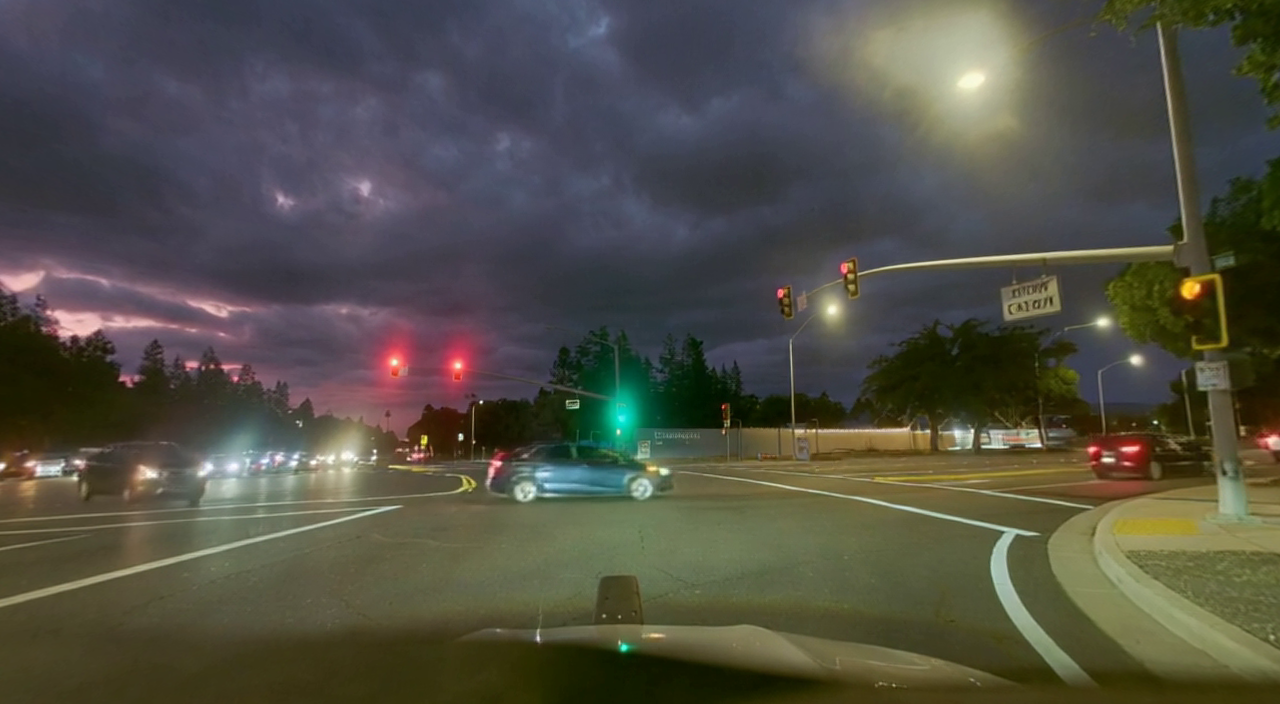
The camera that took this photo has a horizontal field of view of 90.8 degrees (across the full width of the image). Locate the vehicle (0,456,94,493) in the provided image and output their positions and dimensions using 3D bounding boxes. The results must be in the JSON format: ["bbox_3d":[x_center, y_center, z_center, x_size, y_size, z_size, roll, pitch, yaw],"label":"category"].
[{"bbox_3d":[-31.179,6.264,32.642,2.142,1.723,4.692,1,-9,-9],"label":"vehicle"}]

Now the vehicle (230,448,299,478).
[{"bbox_3d":[-26.332,7.769,44.531,2.213,1.956,5.254,1,-9,-8],"label":"vehicle"}]

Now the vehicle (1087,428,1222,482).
[{"bbox_3d":[17.058,3.383,20.928,4.281,1.621,1.903,5,-10,-29],"label":"vehicle"}]

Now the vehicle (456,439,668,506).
[{"bbox_3d":[-1.771,2.871,15.326,4.728,1.471,1.957,-1,-9,6],"label":"vehicle"}]

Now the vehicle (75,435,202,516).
[{"bbox_3d":[-14.742,3.465,18.401,2.358,1.937,5.896,7,-12,-41],"label":"vehicle"}]

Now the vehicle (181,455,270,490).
[{"bbox_3d":[-20.007,5.794,30.730,1.999,1.468,4.702,2,-9,-12],"label":"vehicle"}]
